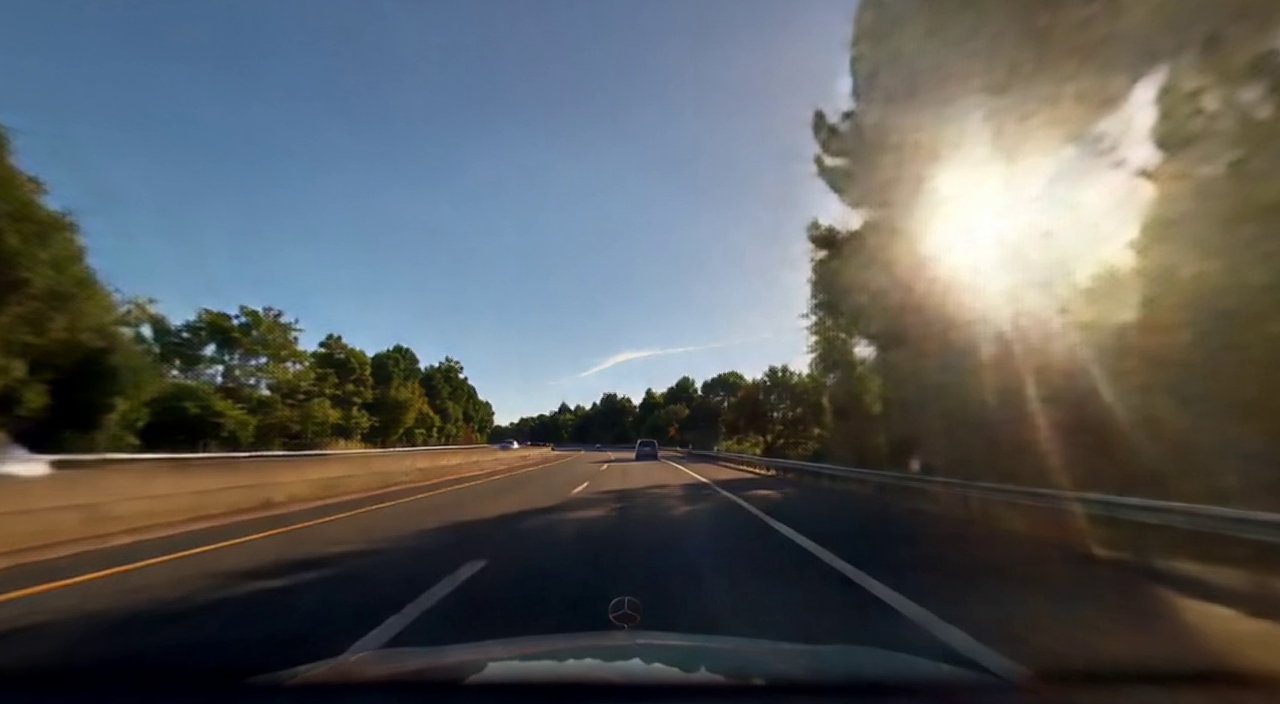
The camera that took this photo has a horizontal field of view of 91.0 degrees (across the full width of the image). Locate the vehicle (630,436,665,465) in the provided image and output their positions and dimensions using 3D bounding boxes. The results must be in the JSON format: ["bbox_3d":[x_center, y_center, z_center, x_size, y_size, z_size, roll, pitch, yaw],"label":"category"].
[{"bbox_3d":[0.426,6.397,40.997,2.079,1.729,4.380,0,-8,-2],"label":"vehicle"}]
